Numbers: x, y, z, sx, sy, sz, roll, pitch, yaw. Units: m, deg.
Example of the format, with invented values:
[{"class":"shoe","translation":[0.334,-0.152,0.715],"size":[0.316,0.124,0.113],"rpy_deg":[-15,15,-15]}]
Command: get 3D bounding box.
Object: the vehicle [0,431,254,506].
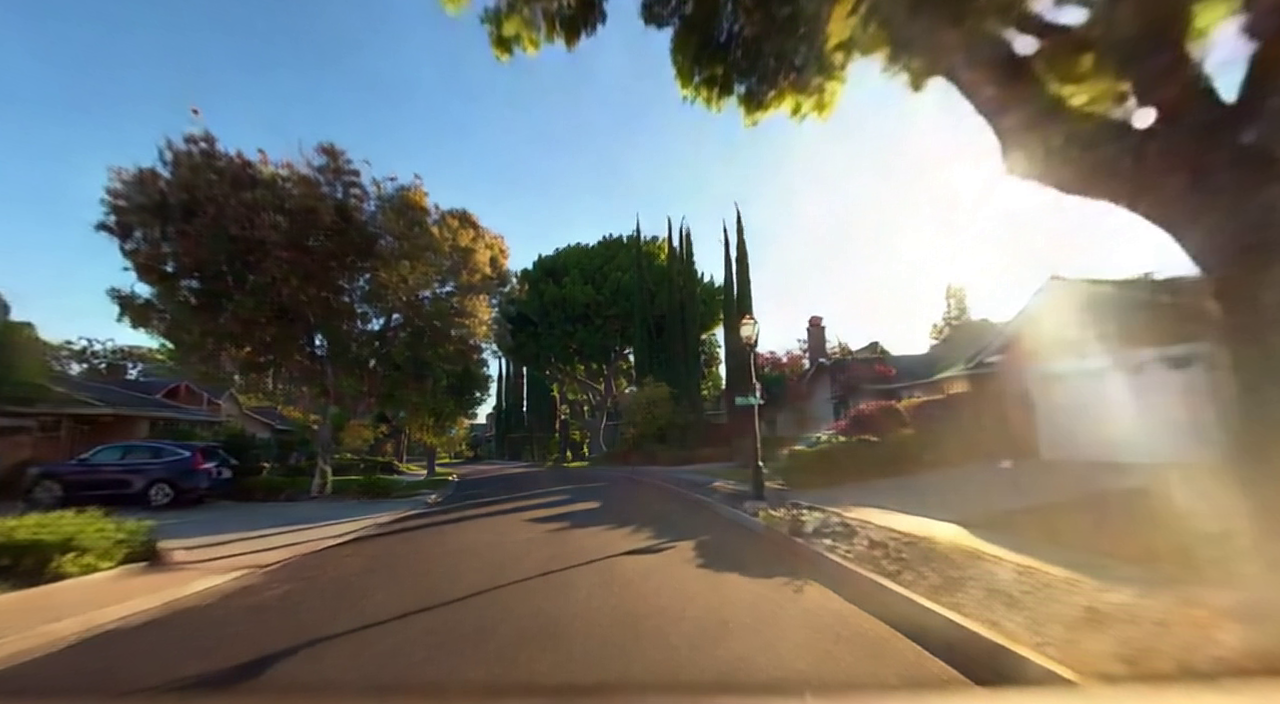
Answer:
[{"class":"vehicle","translation":[-12.056,2.717,14.966],"size":[4.471,1.638,1.877],"rpy_deg":[0,-8,-1]}]
